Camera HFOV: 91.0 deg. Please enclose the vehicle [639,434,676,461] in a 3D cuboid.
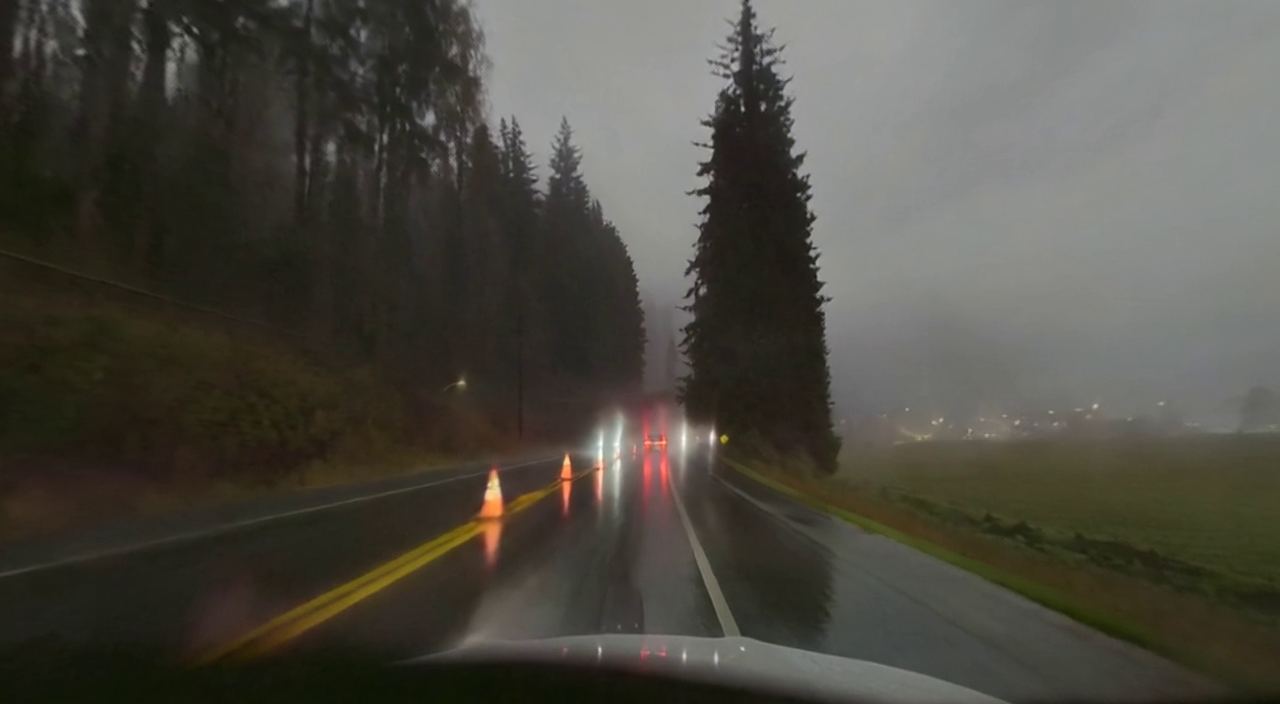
[{"bbox_3d":[1.089,5.592,37.066,2.042,1.489,3.963,0,-8,3],"label":"vehicle"}]
